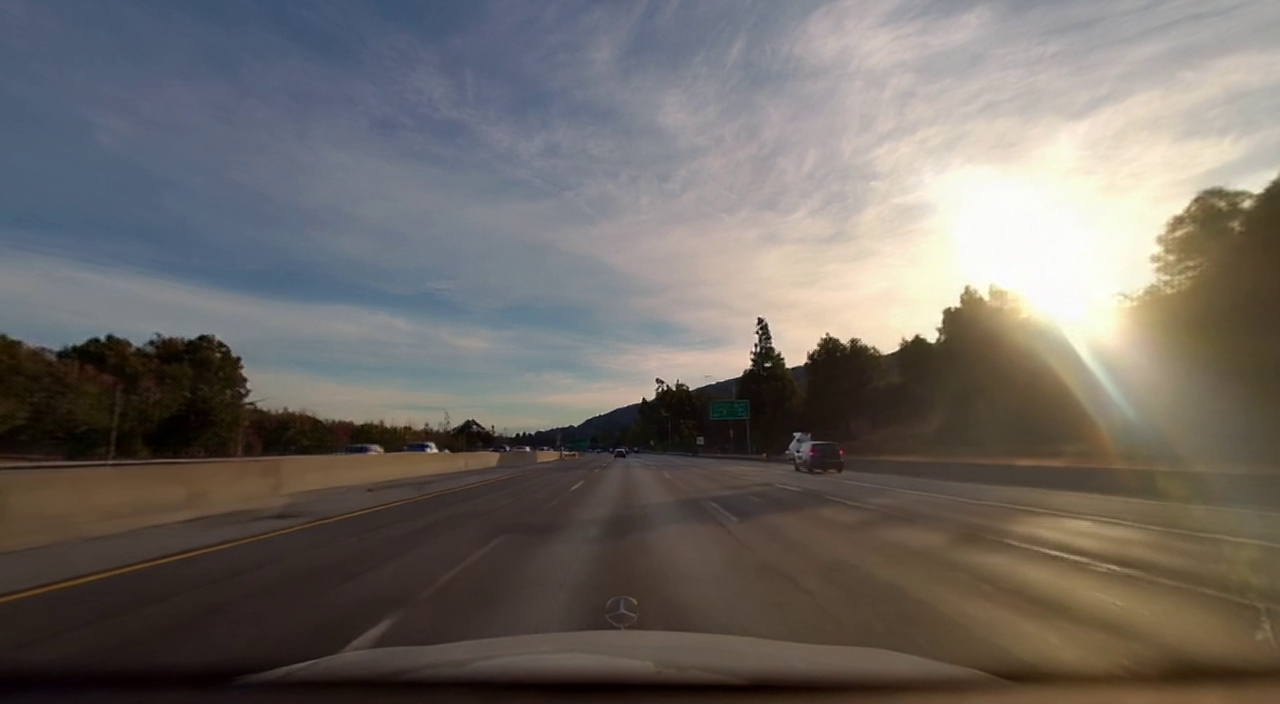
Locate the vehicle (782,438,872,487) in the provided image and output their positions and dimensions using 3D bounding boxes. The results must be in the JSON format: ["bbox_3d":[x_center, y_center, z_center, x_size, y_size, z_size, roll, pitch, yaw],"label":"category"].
[{"bbox_3d":[6.945,4.143,23.924,2.081,1.705,3.926,0,-9,-1],"label":"vehicle"}]

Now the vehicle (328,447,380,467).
[{"bbox_3d":[-21.735,8.019,48.225,1.818,1.445,4.678,0,-9,-1],"label":"vehicle"}]
